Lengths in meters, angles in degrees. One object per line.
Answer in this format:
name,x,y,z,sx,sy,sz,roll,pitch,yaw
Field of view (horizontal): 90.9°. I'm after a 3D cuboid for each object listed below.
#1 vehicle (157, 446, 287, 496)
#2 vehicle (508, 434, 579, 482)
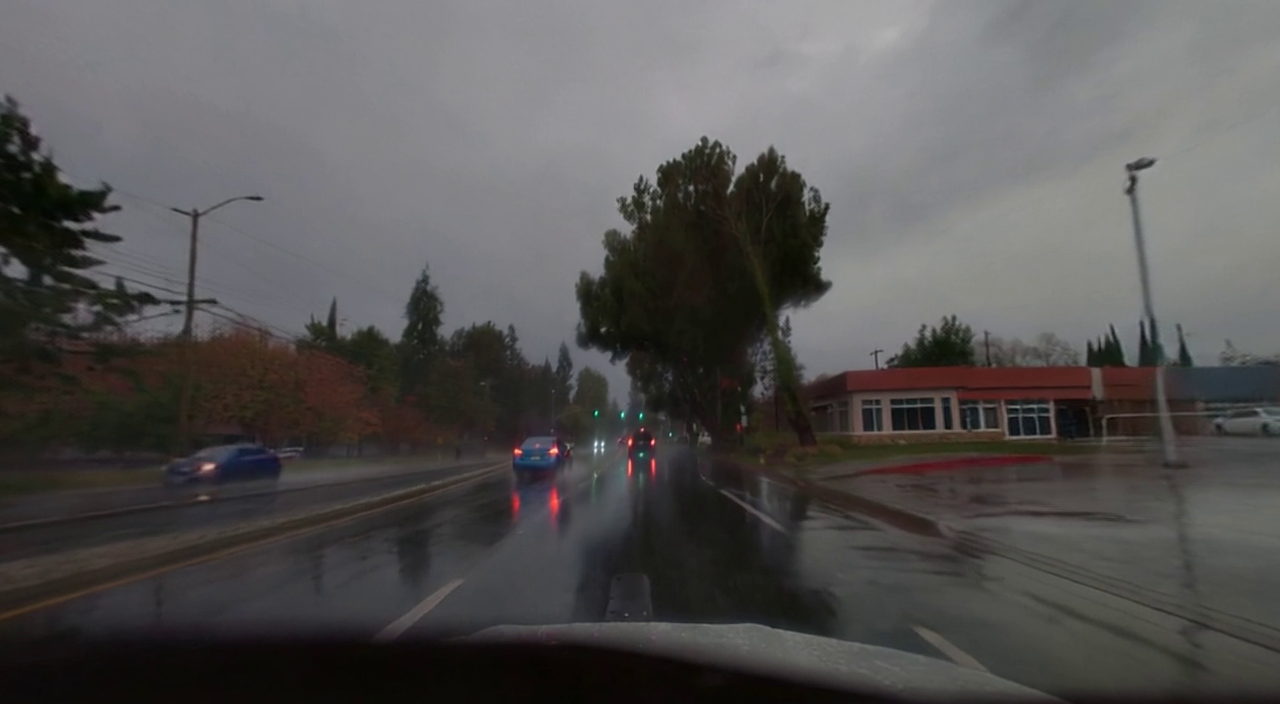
vehicle,-15.870,4.487,24.273,1.884,1.714,4.450,0,-8,0
vehicle,-3.529,3.980,23.927,1.914,1.630,4.351,0,-8,1
